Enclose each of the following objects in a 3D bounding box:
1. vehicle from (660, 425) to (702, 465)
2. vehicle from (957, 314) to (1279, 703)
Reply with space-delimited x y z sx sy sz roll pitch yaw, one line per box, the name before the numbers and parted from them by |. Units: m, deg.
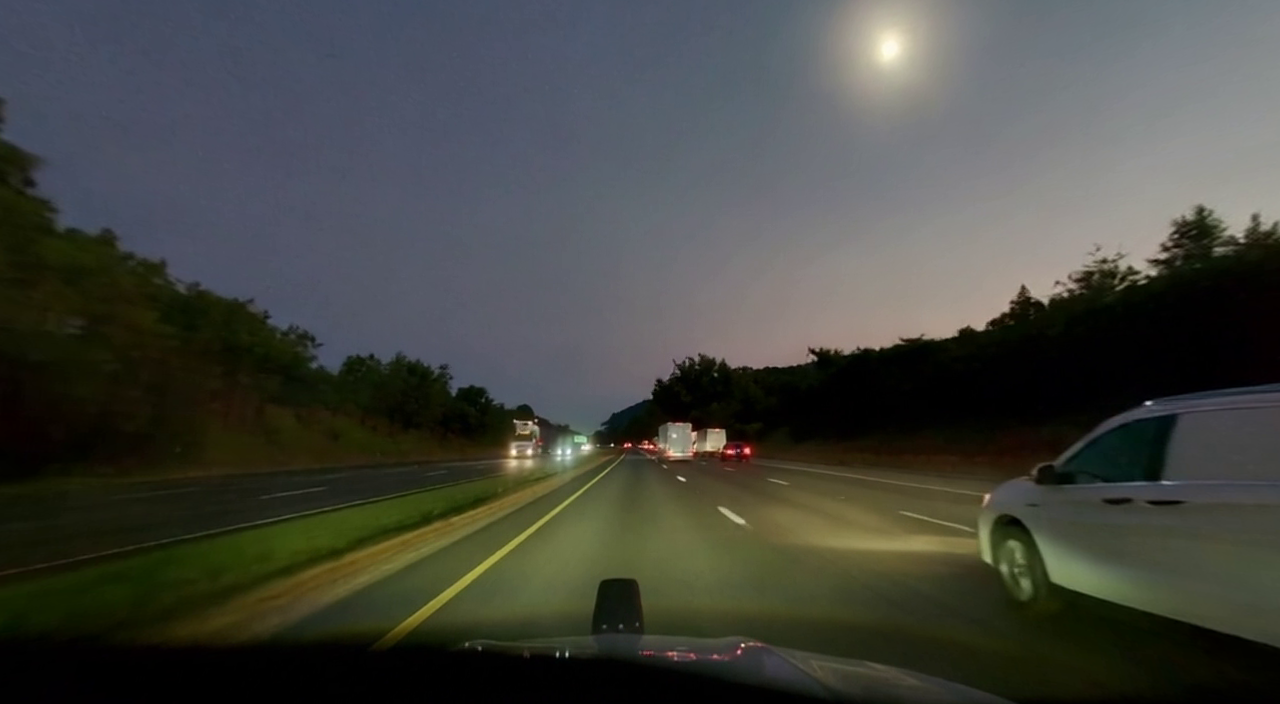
vehicle | 2.981 7.069 48.031 2.532 2.791 7.053 0 -9 -1
vehicle | 3.471 0.745 2.454 2.070 1.751 4.576 0 -9 0
